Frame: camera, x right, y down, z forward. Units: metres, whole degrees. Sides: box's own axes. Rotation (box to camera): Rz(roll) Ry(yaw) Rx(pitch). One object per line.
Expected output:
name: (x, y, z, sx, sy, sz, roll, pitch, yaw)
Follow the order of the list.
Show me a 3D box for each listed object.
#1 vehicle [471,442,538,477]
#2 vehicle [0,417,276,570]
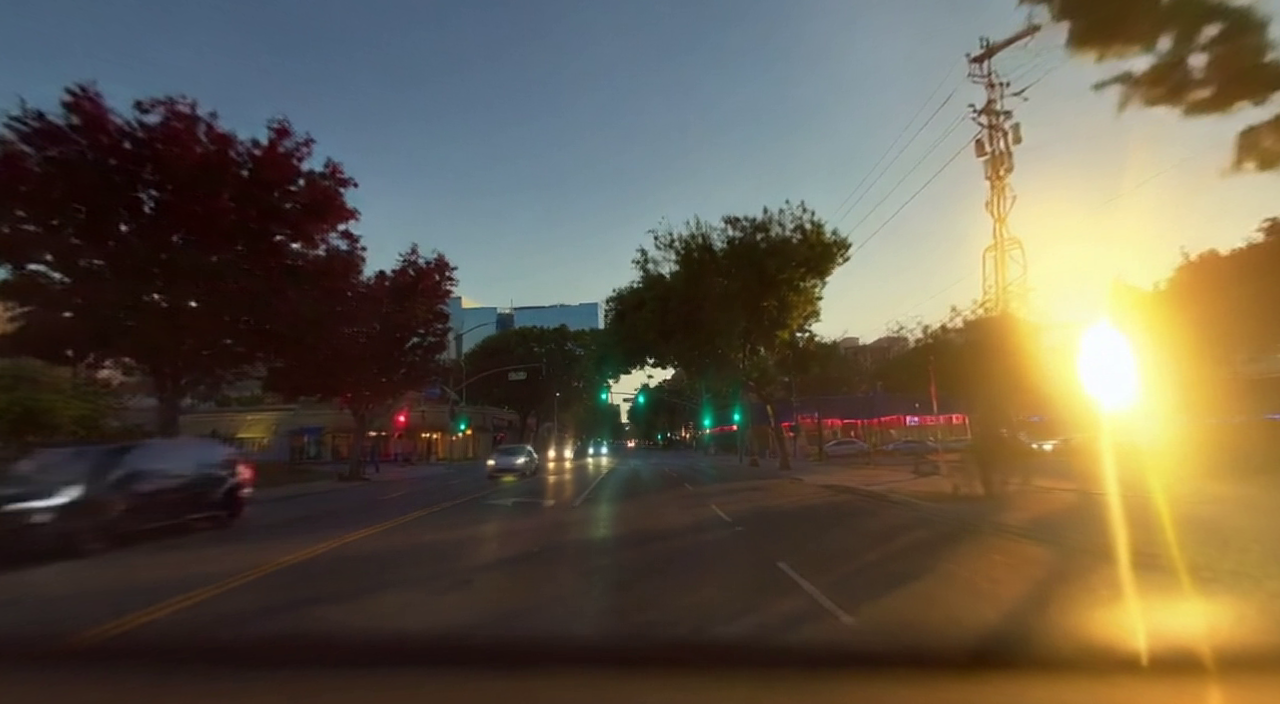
vehicle: (-6.224, 4.965, 29.466, 2.097, 1.495, 4.489, 0, -8, 0)
vehicle: (-8.681, 2.167, 10.554, 2.242, 1.919, 4.922, 0, -8, -1)
